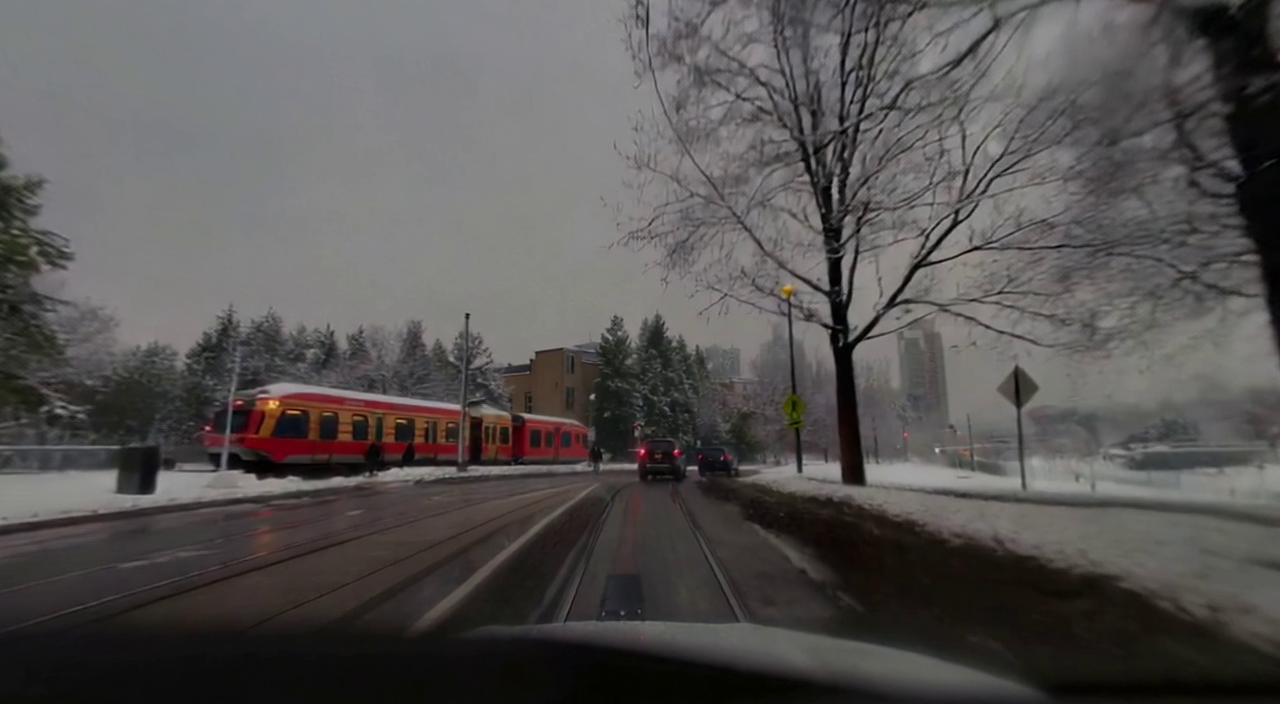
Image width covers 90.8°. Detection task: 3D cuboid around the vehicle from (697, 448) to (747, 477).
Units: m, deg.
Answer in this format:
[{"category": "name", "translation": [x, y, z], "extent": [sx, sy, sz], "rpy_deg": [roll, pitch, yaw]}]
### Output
[{"category": "vehicle", "translation": [5.350, 7.089, 40.714], "extent": [2.010, 1.725, 4.320], "rpy_deg": [-4, -9, 24]}]

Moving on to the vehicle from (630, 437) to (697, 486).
[{"category": "vehicle", "translation": [1.043, 4.342, 25.458], "extent": [2.263, 1.765, 4.237], "rpy_deg": [-1, -8, 8]}]
